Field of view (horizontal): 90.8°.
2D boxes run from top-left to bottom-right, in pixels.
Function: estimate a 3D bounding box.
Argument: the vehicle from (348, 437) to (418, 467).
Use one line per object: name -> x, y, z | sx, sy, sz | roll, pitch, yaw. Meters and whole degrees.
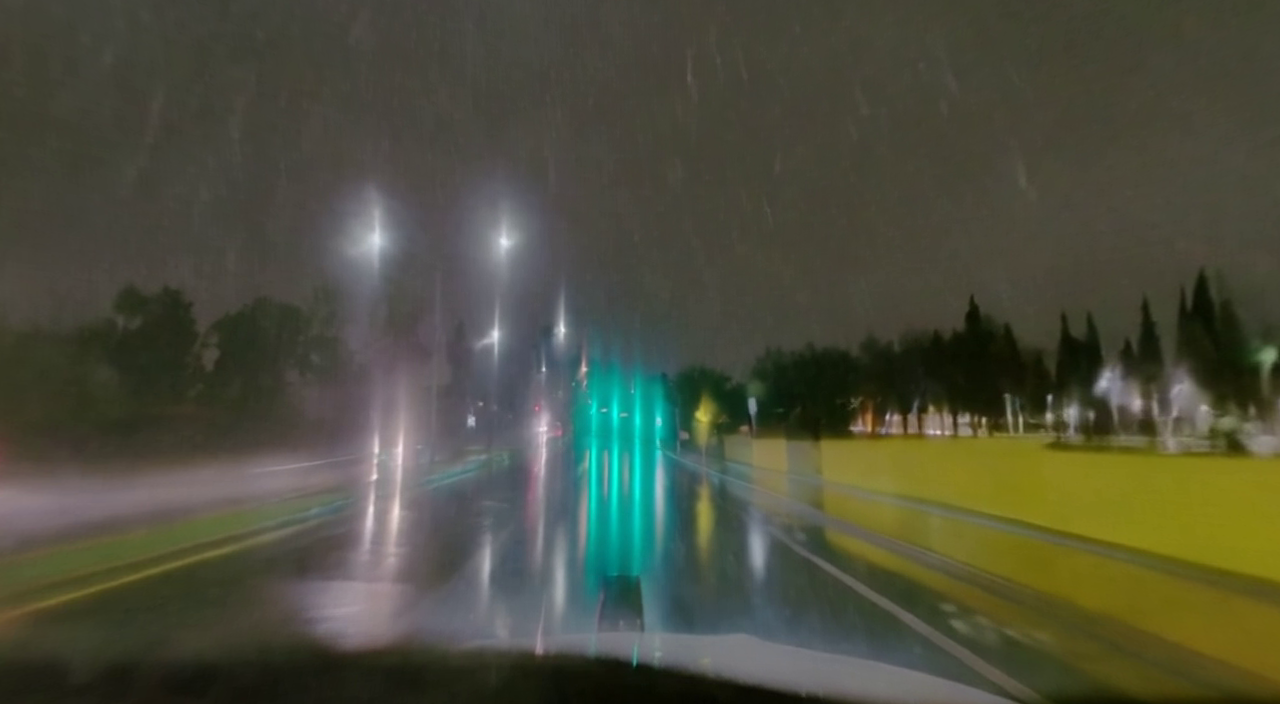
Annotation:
vehicle -> -14.249, 5.583, 35.326 | 1.969, 1.563, 4.648 | 0, -9, 0
